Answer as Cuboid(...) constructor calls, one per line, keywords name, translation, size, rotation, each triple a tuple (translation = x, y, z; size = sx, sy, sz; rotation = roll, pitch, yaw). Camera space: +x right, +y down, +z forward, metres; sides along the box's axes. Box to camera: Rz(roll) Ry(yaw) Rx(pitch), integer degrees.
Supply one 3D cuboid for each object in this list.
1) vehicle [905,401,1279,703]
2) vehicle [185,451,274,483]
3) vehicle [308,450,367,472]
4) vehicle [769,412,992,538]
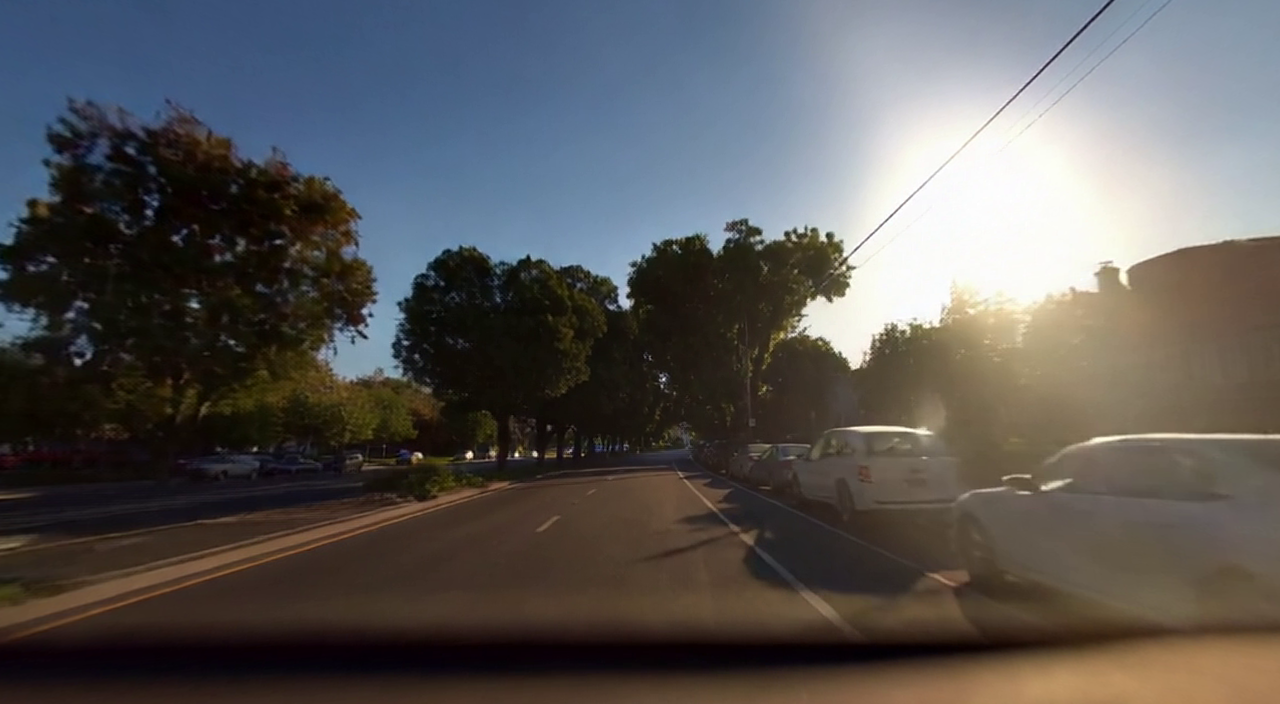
Cuboid(name="vehicle", translation=(4.017, 1.204, 4.454), size=(2.039, 1.499, 4.888), rotation=(0, -8, -2))
Cuboid(name="vehicle", translation=(-23.401, 6.552, 36.242), size=(1.967, 1.467, 4.769), rotation=(-2, -7, 0))
Cuboid(name="vehicle", translation=(-22.792, 8.221, 47.783), size=(1.915, 1.492, 4.565), rotation=(-1, -9, 5))
Cuboid(name="vehicle", translation=(4.137, 2.239, 12.175), size=(2.057, 1.846, 5.475), rotation=(0, -9, -1))
